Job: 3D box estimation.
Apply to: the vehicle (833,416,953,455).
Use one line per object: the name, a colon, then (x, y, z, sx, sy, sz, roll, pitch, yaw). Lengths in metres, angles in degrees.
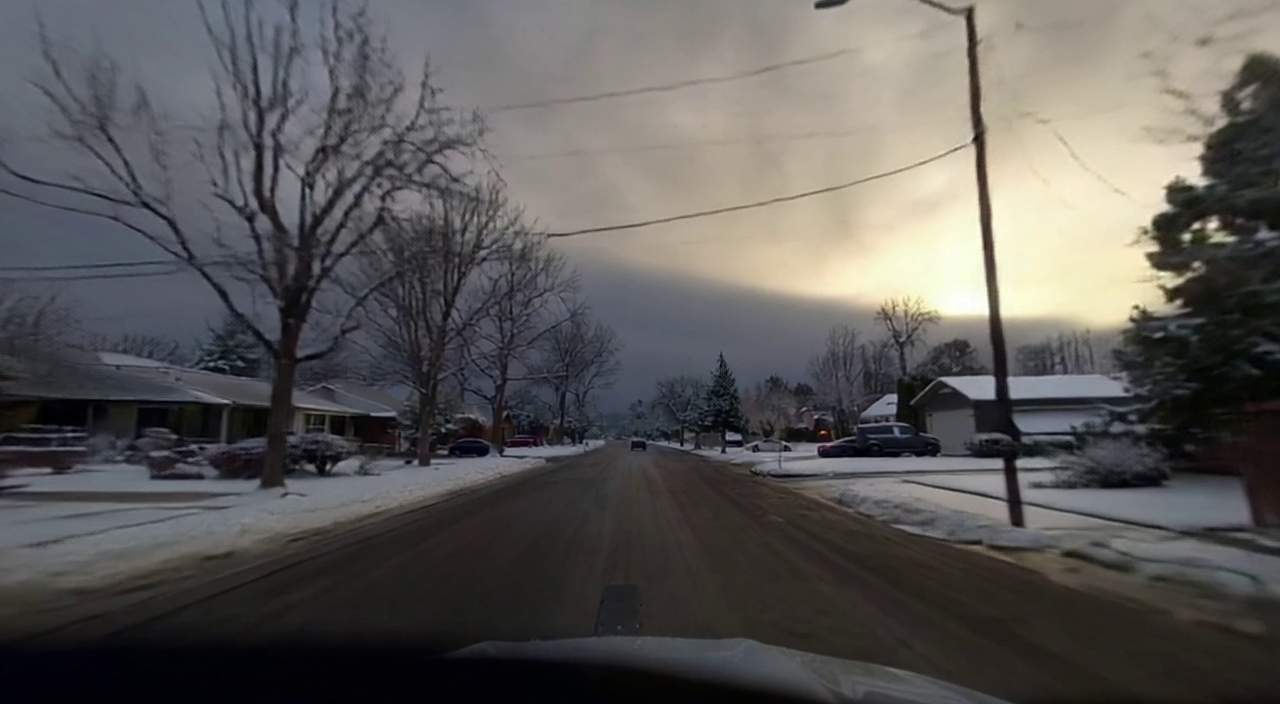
vehicle: (12.813, 4.260, 32.296, 5.049, 1.845, 2.327, -1, -8, 0)
